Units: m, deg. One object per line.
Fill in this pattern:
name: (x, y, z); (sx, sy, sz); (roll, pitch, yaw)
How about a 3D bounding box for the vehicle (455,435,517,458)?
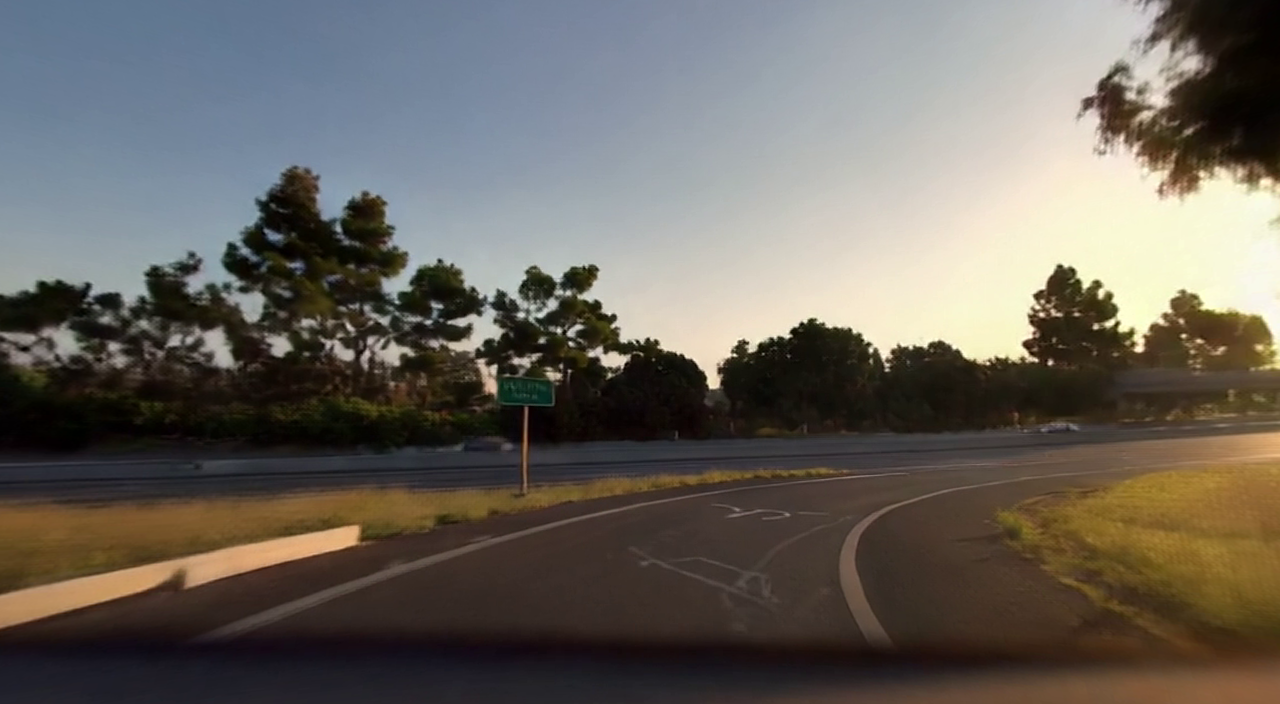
vehicle: (-10.181, 6.218, 41.691); (3.706, 1.442, 1.743); (3, -9, -23)
